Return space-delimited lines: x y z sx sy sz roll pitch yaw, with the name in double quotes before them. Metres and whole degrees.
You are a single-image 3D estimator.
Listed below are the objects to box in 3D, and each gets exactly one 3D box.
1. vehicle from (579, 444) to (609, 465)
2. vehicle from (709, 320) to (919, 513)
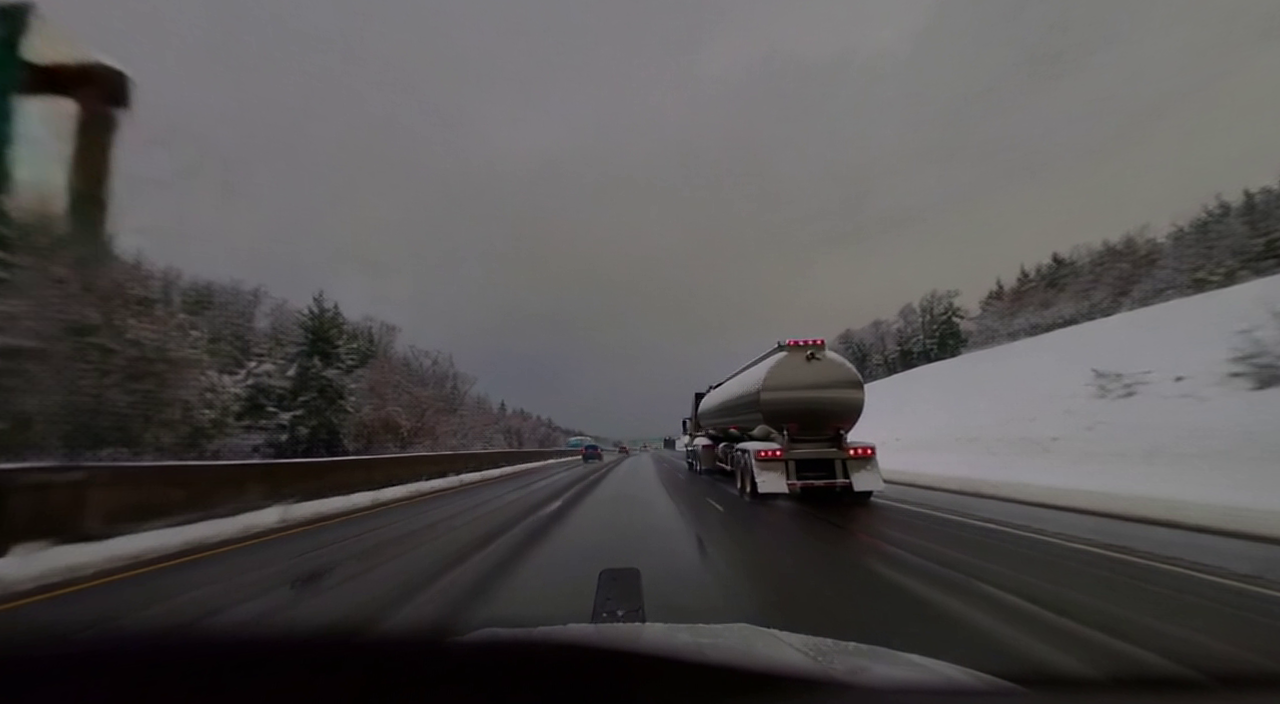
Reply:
"vehicle" -3.440 7.755 47.926 1.986 1.458 4.506 0 -9 0
"vehicle" 3.863 1.946 17.056 2.759 3.734 9.708 0 -9 -1
